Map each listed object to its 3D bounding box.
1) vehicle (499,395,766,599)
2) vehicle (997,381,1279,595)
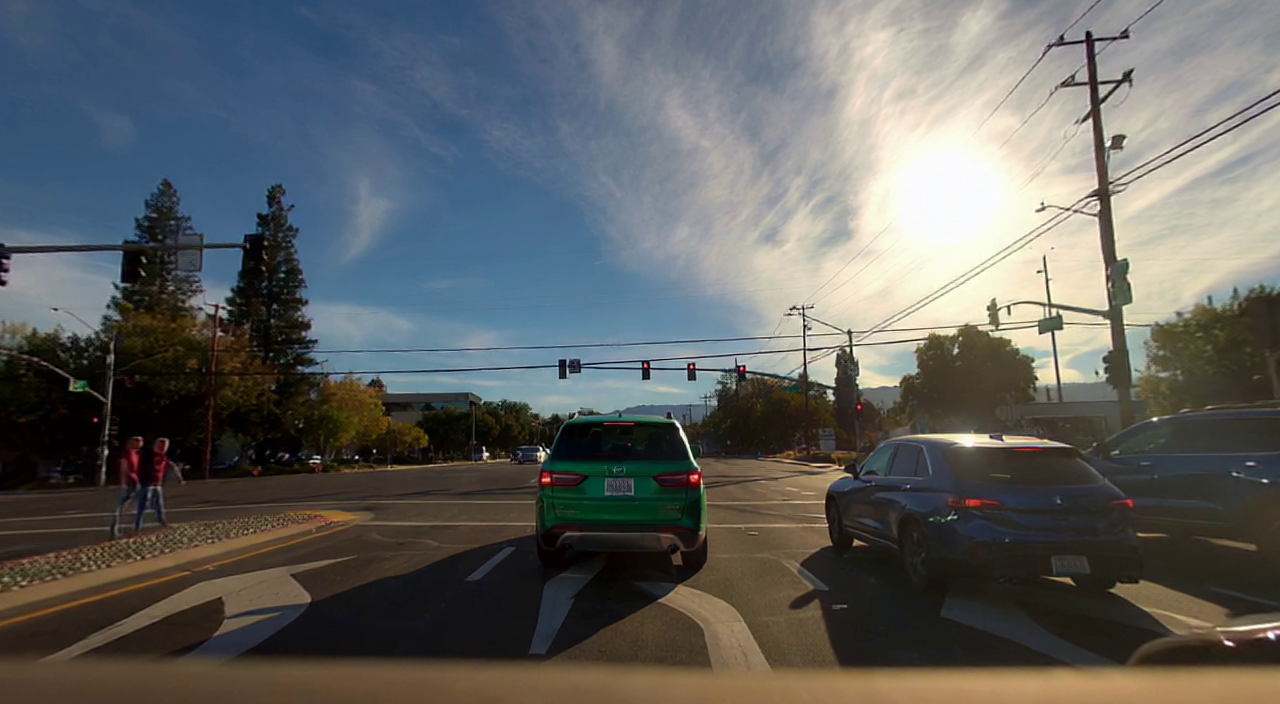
[{"bbox_3d":[-0.102,1.561,7.637,2.285,1.729,4.252,0,-9,-1],"label":"vehicle"},{"bbox_3d":[6.585,1.439,7.248,2.119,1.827,4.806,0,-9,0],"label":"vehicle"}]
